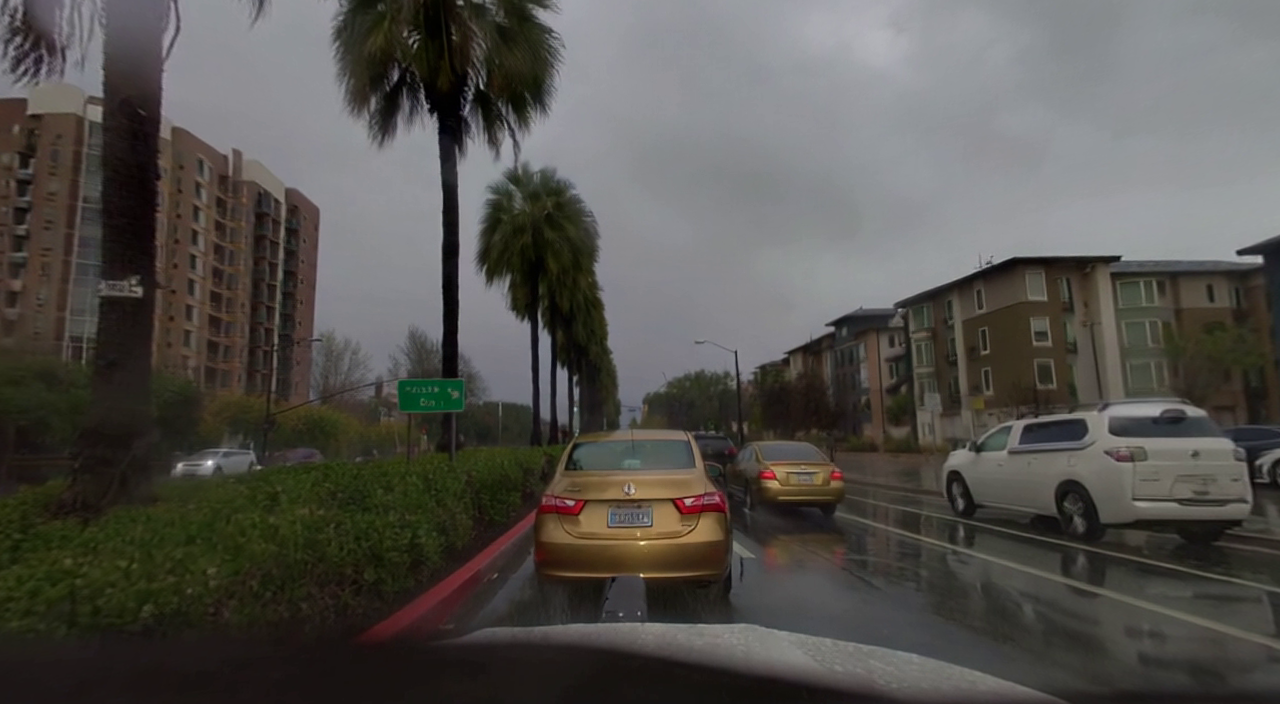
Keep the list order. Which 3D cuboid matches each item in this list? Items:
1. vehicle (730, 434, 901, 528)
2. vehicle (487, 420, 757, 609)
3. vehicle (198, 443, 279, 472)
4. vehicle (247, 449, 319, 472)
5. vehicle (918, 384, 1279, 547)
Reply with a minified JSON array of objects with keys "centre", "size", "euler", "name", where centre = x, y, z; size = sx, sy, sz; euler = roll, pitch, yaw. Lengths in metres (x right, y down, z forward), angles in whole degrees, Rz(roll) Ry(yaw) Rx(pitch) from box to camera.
[{"centre":[3.085,2.359,12.204],"size":[1.925,1.451,4.436],"euler":[0,-8,-2],"name":"vehicle"},{"centre":[-0.153,1.601,7.095],"size":[2.158,1.498,3.919],"euler":[0,-8,0],"name":"vehicle"},{"centre":[-28.327,7.424,44.840],"size":[2.115,1.884,5.481],"euler":[0,-8,0],"name":"vehicle"},{"centre":[-23.825,7.256,42.368],"size":[1.972,1.425,4.765],"euler":[0,-8,1],"name":"vehicle"},{"centre":[7.199,1.859,10.917],"size":[2.254,2.072,5.577],"euler":[0,-9,1],"name":"vehicle"}]
